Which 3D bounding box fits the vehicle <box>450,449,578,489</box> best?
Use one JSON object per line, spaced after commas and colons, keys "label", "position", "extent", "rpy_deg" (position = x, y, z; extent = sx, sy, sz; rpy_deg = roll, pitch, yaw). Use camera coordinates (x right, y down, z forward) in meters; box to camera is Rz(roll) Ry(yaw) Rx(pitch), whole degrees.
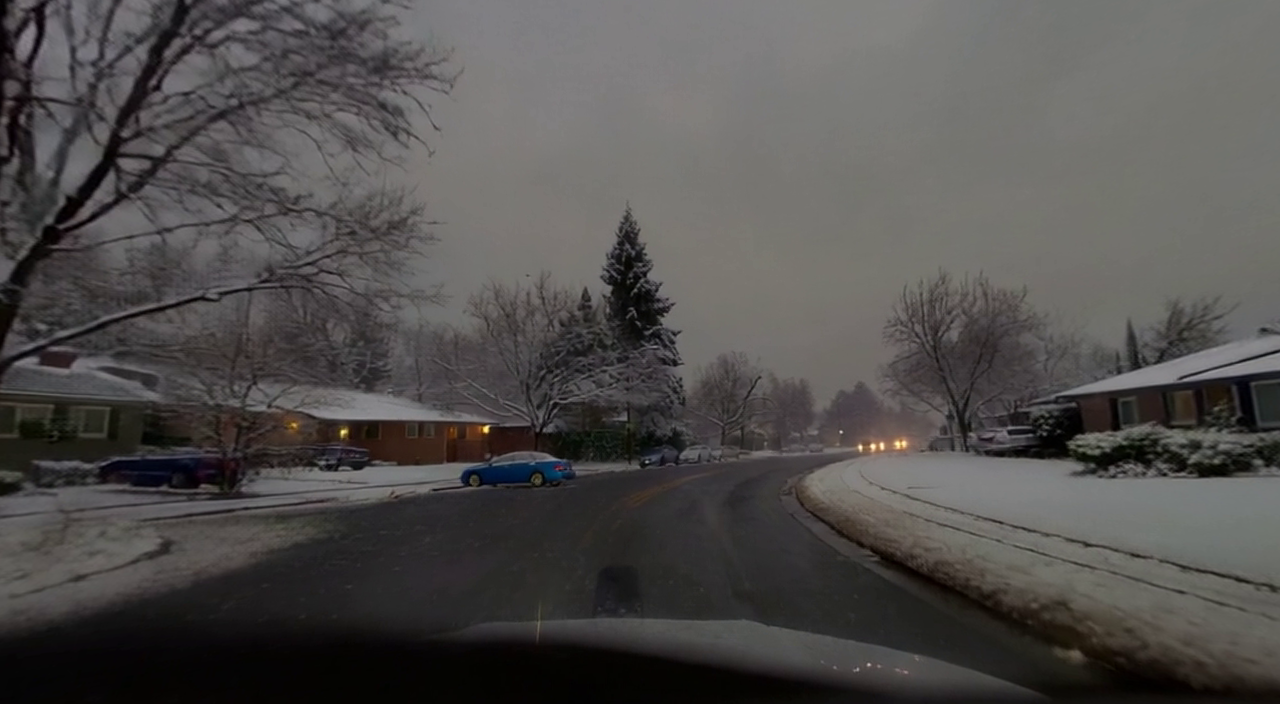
{"label": "vehicle", "position": [-5.046, 4.670, 25.551], "extent": [4.653, 1.480, 1.871], "rpy_deg": [-2, -9, 12]}
